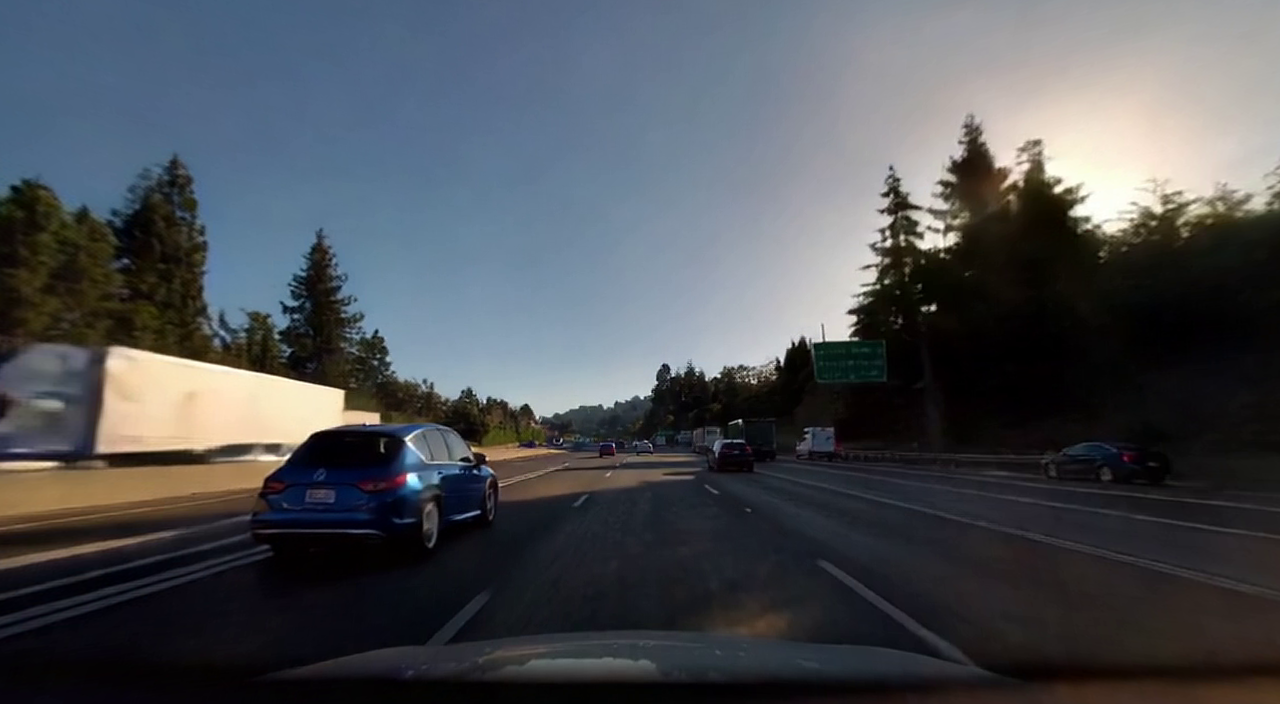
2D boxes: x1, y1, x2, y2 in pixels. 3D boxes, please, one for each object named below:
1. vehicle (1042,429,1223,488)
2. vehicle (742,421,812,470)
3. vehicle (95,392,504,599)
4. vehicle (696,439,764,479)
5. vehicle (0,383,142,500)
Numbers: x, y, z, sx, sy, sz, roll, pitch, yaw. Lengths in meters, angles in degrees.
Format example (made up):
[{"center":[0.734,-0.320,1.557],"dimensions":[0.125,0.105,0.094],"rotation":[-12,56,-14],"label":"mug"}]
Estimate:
[{"center":[18.914,4.119,24.740],"dimensions":[2.221,1.995,5.803],"rotation":[0,-9,-2],"label":"vehicle"},{"center":[7.830,5.418,36.629],"dimensions":[2.729,2.628,4.875],"rotation":[0,-9,-2],"label":"vehicle"},{"center":[-3.514,1.627,8.109],"dimensions":[2.218,1.764,5.229],"rotation":[0,-9,2],"label":"vehicle"},{"center":[3.623,4.419,26.274],"dimensions":[2.080,1.493,4.674],"rotation":[0,-9,-1],"label":"vehicle"},{"center":[-23.078,3.354,23.558],"dimensions":[3.009,3.917,6.945],"rotation":[0,-9,1],"label":"vehicle"}]
